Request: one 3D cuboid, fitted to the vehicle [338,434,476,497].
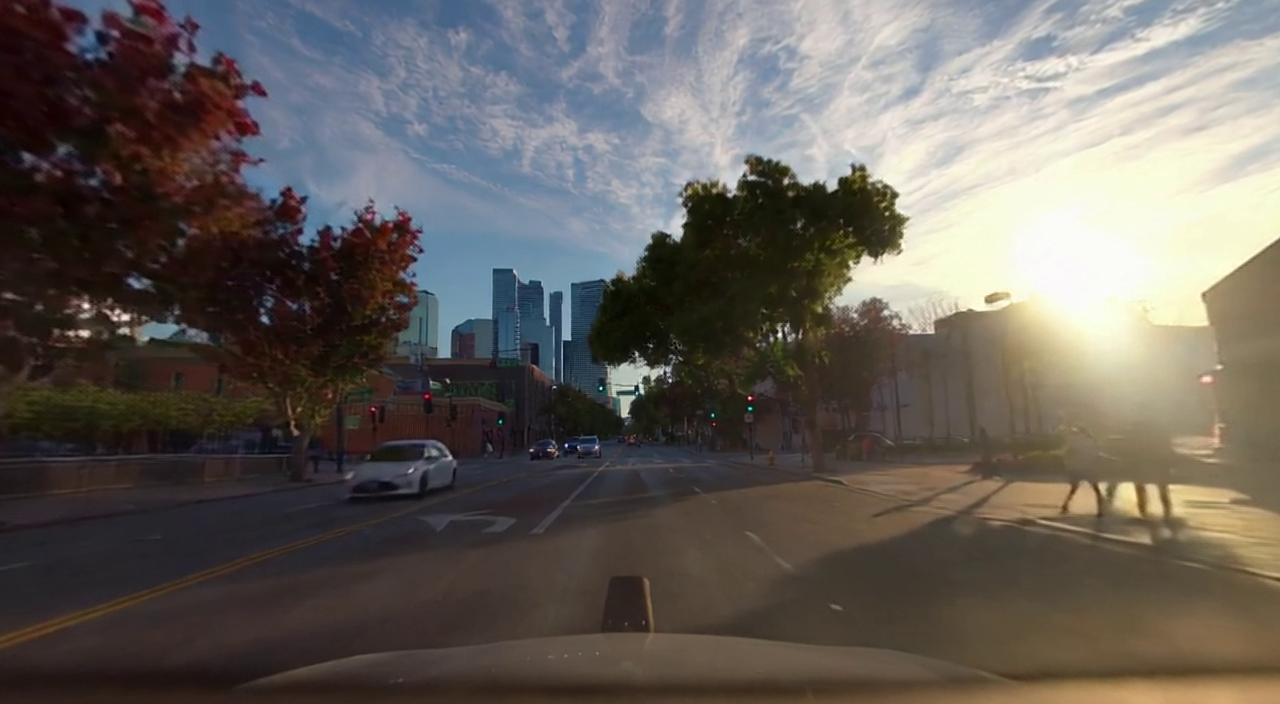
[{"bbox_3d":[-6.177,3.044,17.405,2.097,1.495,4.489,0,-8,0],"label":"vehicle"}]

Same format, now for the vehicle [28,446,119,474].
[{"bbox_3d":[-38.604,7.350,43.010,4.400,1.668,1.976,-3,-7,2],"label":"vehicle"}]

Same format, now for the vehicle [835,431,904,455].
[{"bbox_3d":[16.784,6.679,46.241,4.299,1.679,2.011,0,-8,0],"label":"vehicle"}]

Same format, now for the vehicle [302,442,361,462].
[{"bbox_3d":[-24.310,7.871,49.776,3.760,1.480,1.795,2,-8,-13],"label":"vehicle"}]
